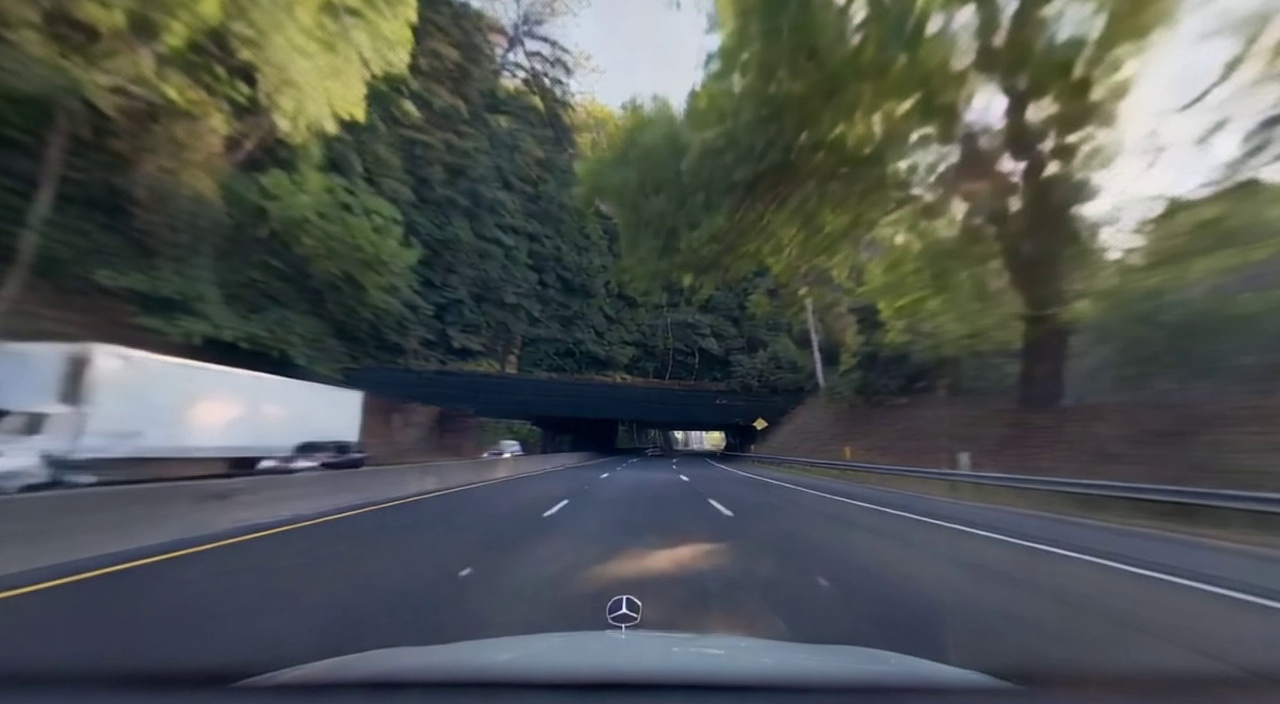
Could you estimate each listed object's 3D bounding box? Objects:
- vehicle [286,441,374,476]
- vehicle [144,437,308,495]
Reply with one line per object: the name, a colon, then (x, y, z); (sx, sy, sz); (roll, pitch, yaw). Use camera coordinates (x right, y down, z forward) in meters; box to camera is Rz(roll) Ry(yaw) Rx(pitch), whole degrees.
vehicle: (-15.540, 5.375, 31.957); (2.018, 1.604, 4.603); (0, -9, 1)
vehicle: (-12.273, 3.399, 19.135); (1.890, 1.525, 4.428); (0, -9, 1)
